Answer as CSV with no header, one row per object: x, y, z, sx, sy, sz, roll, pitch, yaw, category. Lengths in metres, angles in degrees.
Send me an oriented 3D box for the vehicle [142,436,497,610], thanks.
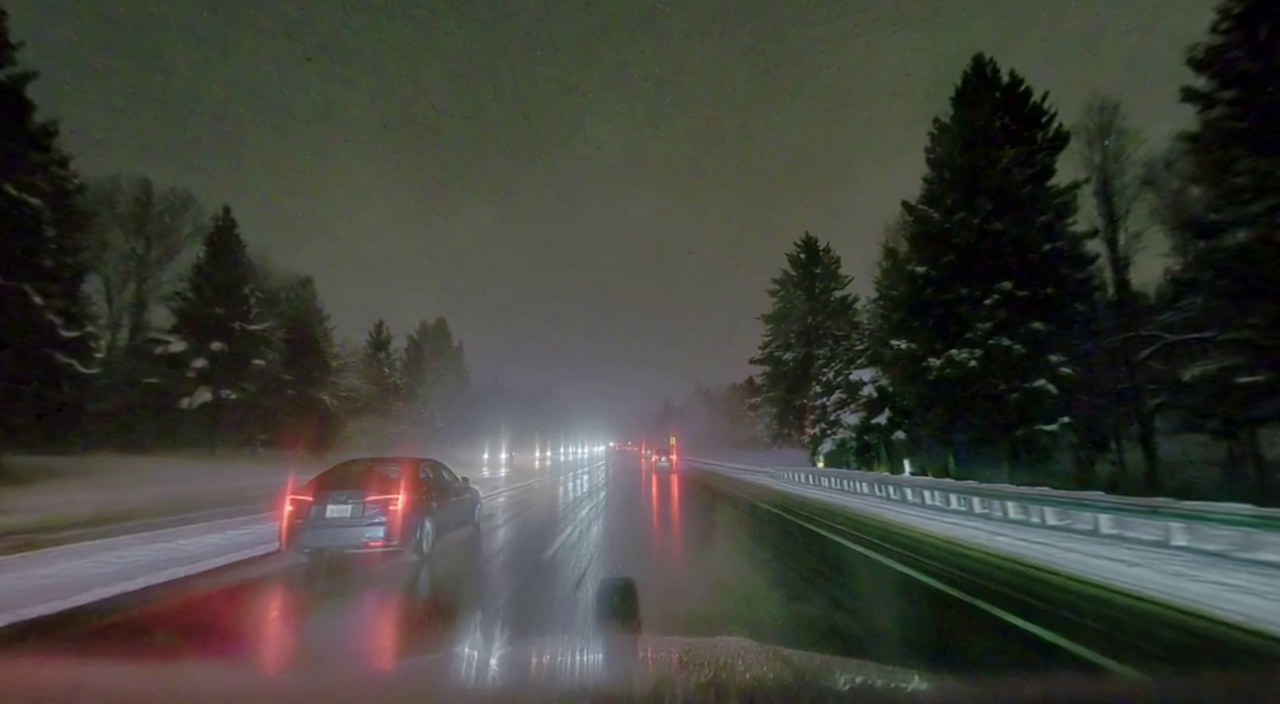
-3.251,1.807,7.556,2.013,1.479,4.169,0,-9,1,vehicle

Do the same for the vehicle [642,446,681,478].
1.084,5.787,33.065,1.910,1.554,3.718,0,-9,0,vehicle
